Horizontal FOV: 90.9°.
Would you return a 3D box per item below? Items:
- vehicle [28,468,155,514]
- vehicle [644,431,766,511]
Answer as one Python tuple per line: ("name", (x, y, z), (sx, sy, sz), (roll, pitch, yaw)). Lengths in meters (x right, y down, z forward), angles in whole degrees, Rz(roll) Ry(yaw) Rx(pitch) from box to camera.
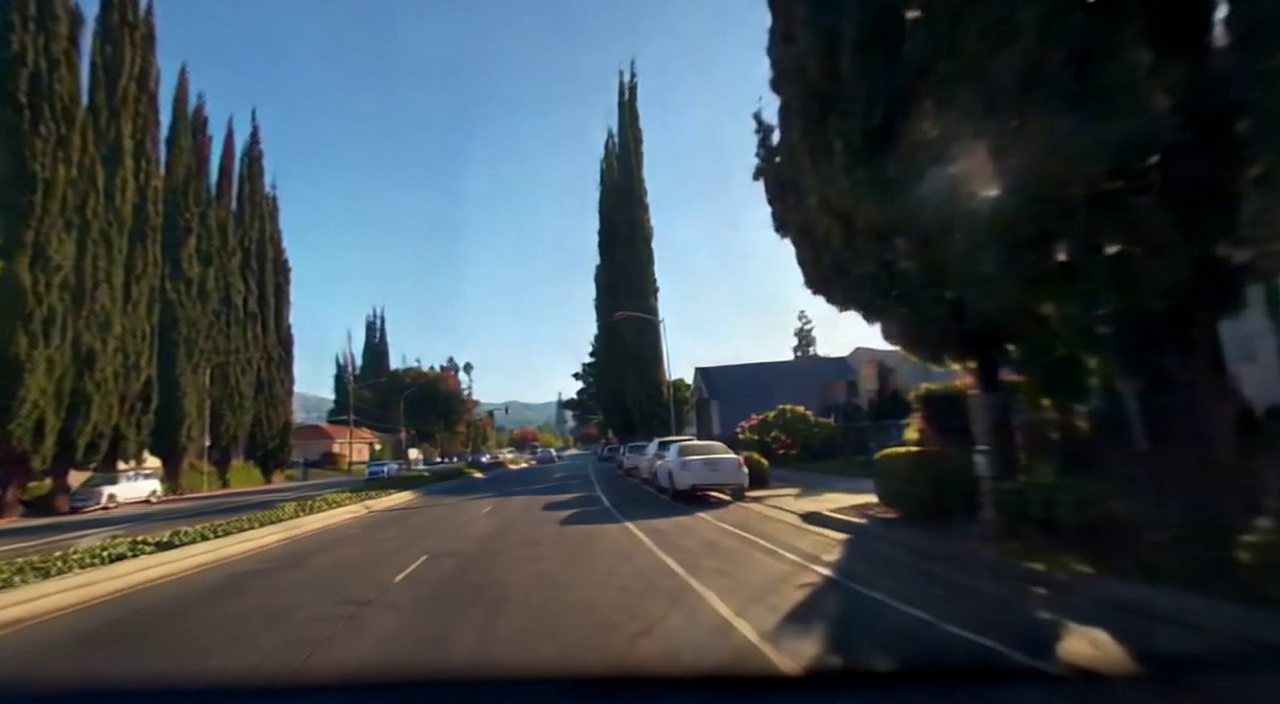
("vehicle", (-28.301, 7.142, 32.838), (2.305, 1.919, 5.187), (0, -8, -6))
("vehicle", (1.467, 3.015, 16.655), (2.078, 1.738, 5.133), (1, -8, -7))
